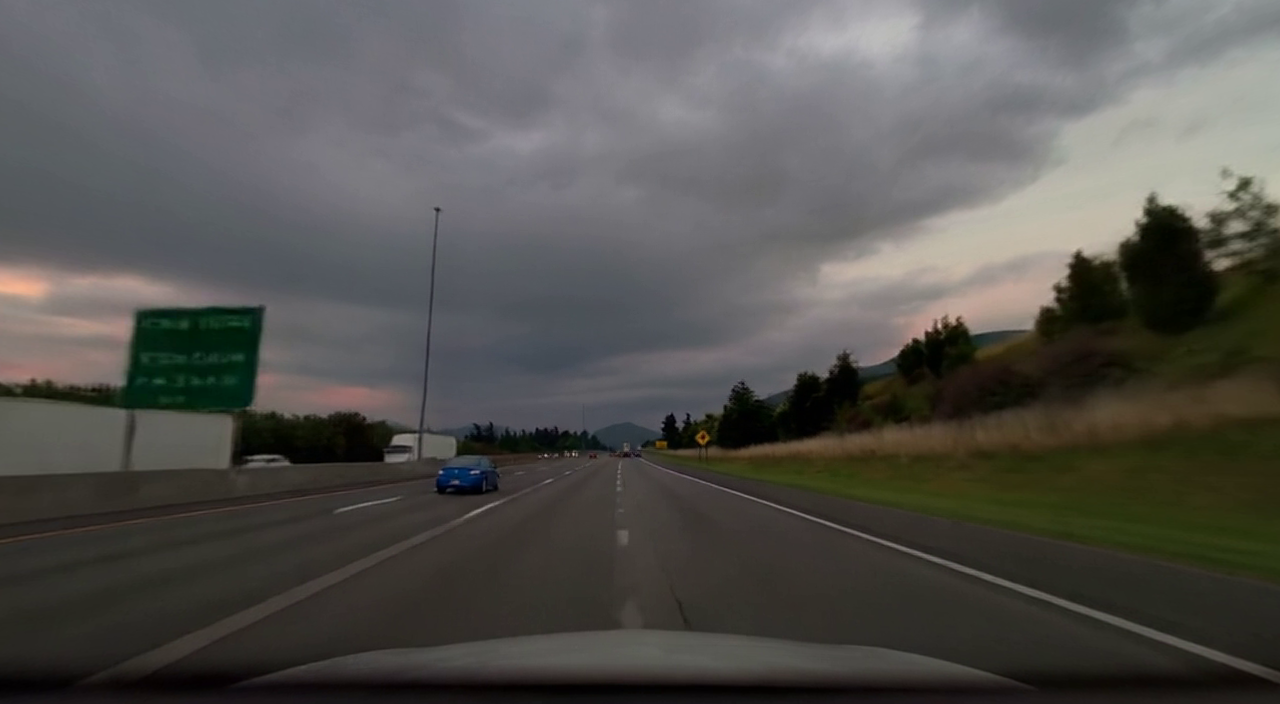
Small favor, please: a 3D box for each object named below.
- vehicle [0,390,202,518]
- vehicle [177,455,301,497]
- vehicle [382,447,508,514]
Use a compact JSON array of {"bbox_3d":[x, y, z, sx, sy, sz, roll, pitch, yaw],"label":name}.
[{"bbox_3d":[-22.050,3.644,22.618,2.901,4.037,14.315,0,-9,-2],"label":"vehicle"},{"bbox_3d":[-14.176,4.370,22.614,1.915,1.320,3.976,0,-9,-1],"label":"vehicle"},{"bbox_3d":[-4.934,3.284,16.606,2.121,1.537,3.852,0,-9,-1],"label":"vehicle"}]
